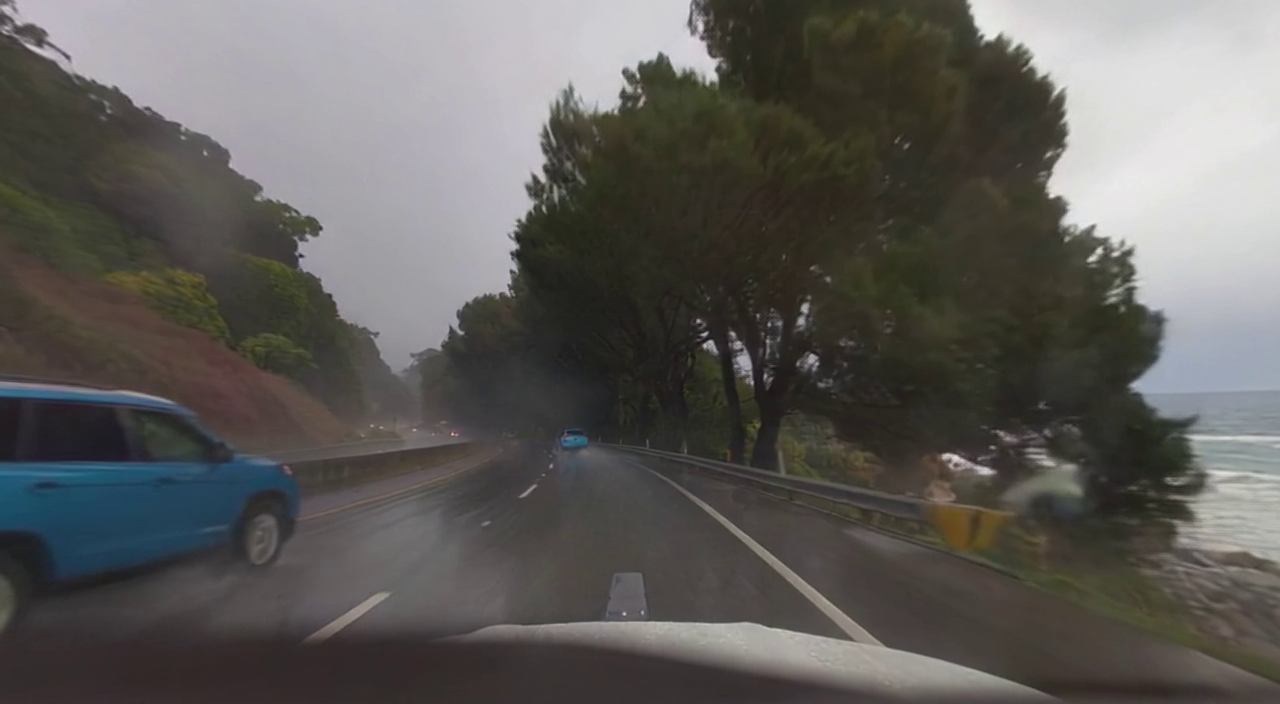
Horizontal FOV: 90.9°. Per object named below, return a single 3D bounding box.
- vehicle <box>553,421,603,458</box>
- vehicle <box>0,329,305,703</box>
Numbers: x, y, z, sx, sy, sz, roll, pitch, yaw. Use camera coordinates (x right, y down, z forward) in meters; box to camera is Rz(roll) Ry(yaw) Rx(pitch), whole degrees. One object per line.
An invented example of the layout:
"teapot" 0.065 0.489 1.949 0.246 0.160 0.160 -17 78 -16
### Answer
"vehicle" -4.022 5.589 40.037 2.632 2.162 5.529 2 -9 -11
"vehicle" -4.295 0.884 3.533 2.248 1.849 4.747 0 -8 -1
